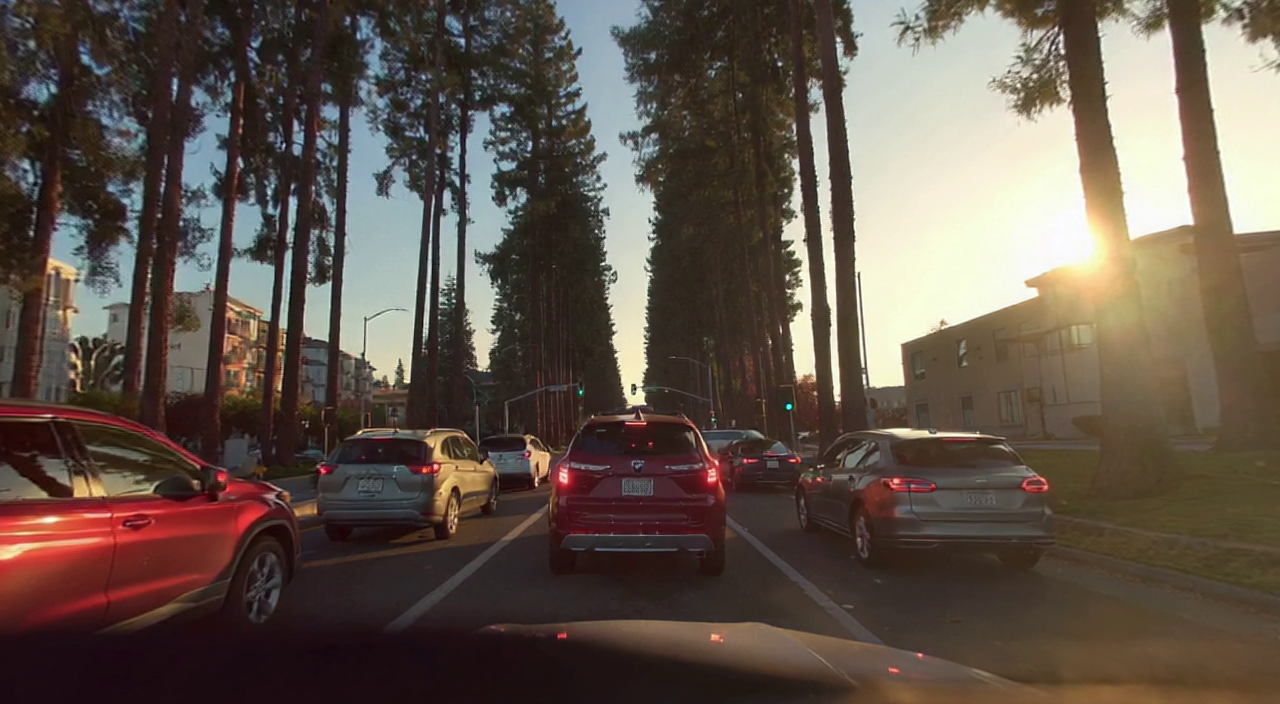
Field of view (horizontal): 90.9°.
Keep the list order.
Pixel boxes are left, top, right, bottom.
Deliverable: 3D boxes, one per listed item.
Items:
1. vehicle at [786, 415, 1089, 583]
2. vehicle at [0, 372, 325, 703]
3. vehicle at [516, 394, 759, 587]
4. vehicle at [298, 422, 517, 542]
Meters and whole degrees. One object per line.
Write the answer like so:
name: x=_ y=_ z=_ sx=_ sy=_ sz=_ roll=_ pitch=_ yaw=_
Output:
vehicle: x=3.268 y=1.670 z=7.877 sx=1.922 sy=1.579 sz=3.642 roll=0 pitch=-8 yaw=-1
vehicle: x=-3.775 y=0.997 z=3.311 sx=1.929 sy=1.641 sz=4.193 roll=0 pitch=-8 yaw=2
vehicle: x=-0.006 y=1.550 z=7.805 sx=2.193 sy=1.744 sz=4.033 roll=0 pitch=-8 yaw=1
vehicle: x=-3.653 y=2.116 z=10.930 sx=2.042 sy=1.641 sz=4.314 roll=0 pitch=-8 yaw=1
